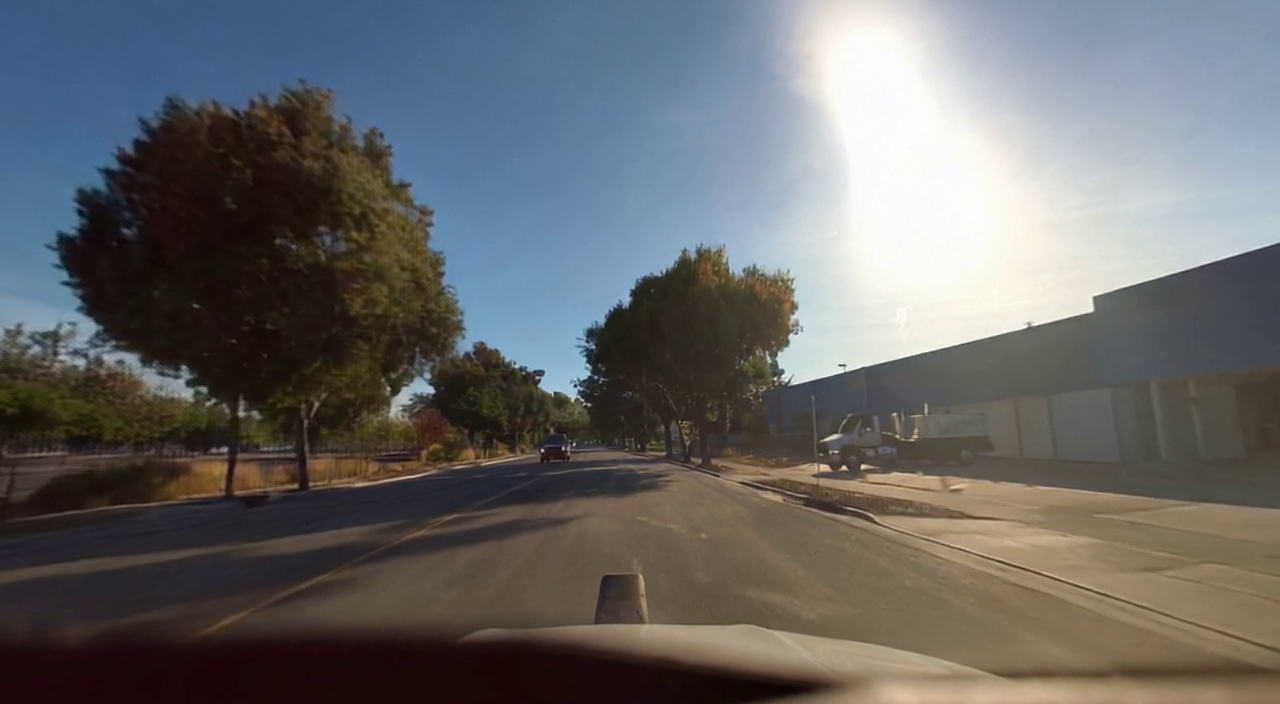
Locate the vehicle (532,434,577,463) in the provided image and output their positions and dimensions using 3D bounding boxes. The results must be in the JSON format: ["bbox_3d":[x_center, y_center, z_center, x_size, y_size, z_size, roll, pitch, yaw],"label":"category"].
[{"bbox_3d":[-6.614,7.587,49.744,2.770,2.135,6.329,0,-8,-1],"label":"vehicle"}]

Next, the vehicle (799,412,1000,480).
[{"bbox_3d":[10.612,3.891,26.297,7.188,2.416,2.528,-1,-8,-4],"label":"vehicle"}]
